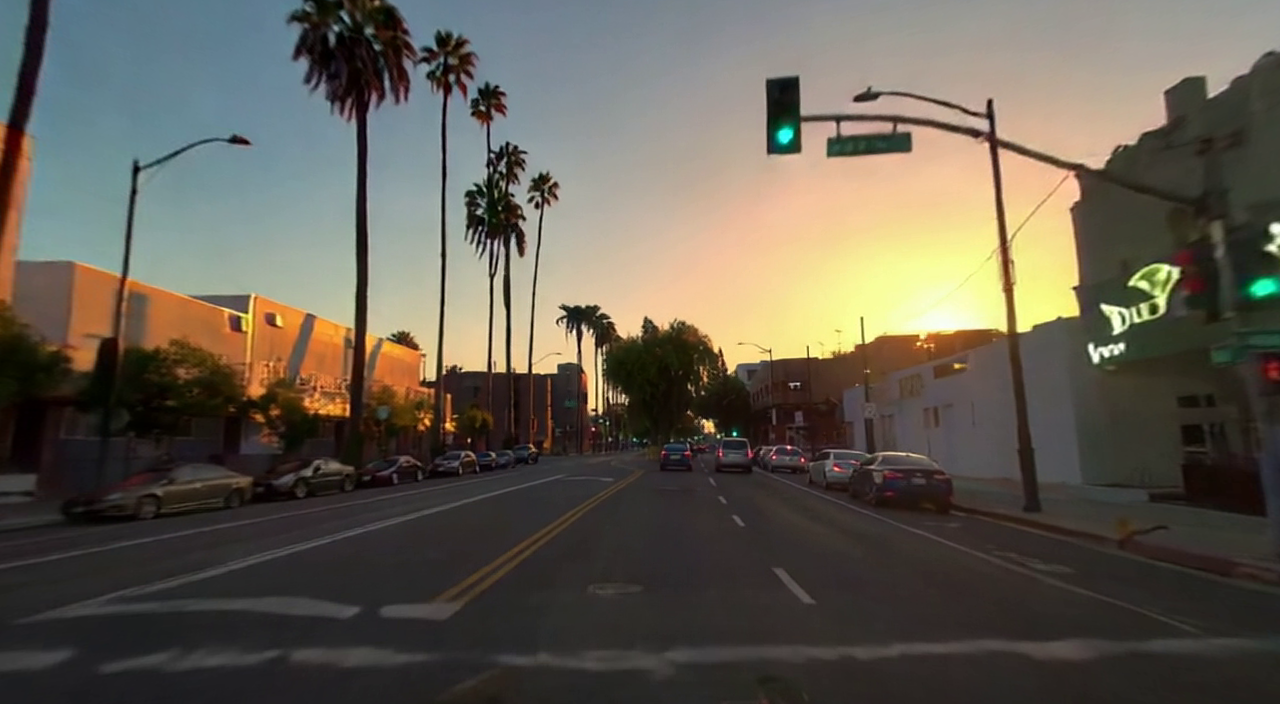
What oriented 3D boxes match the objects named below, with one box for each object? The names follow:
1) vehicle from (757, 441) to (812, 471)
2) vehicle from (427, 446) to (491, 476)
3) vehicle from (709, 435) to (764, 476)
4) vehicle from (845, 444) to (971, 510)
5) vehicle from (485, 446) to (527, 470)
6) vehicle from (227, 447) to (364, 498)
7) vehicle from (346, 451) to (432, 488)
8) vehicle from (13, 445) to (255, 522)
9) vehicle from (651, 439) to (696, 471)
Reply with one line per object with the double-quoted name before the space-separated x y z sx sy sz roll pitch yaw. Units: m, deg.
"vehicle" 8.388 6.067 37.085 2.174 1.643 4.860 -1 -8 2
"vehicle" -10.484 6.431 37.038 2.188 1.490 4.511 -3 -12 3
"vehicle" 4.300 4.673 28.863 2.003 1.702 4.288 -1 -8 3
"vehicle" 7.127 3.313 17.330 1.914 1.560 4.278 -1 -8 6
"vehicle" -9.783 7.801 46.338 1.978 1.501 4.355 -3 -11 3
"vehicle" -11.780 4.248 22.079 1.933 1.502 4.649 -3 -12 4
"vehicle" -11.264 5.289 28.755 1.949 1.470 4.532 -1 -8 2
"vehicle" -12.152 3.310 15.743 2.056 1.490 4.675 -4 -13 2
"vehicle" 1.660 5.109 31.473 2.088 1.452 3.993 -1 -8 3
